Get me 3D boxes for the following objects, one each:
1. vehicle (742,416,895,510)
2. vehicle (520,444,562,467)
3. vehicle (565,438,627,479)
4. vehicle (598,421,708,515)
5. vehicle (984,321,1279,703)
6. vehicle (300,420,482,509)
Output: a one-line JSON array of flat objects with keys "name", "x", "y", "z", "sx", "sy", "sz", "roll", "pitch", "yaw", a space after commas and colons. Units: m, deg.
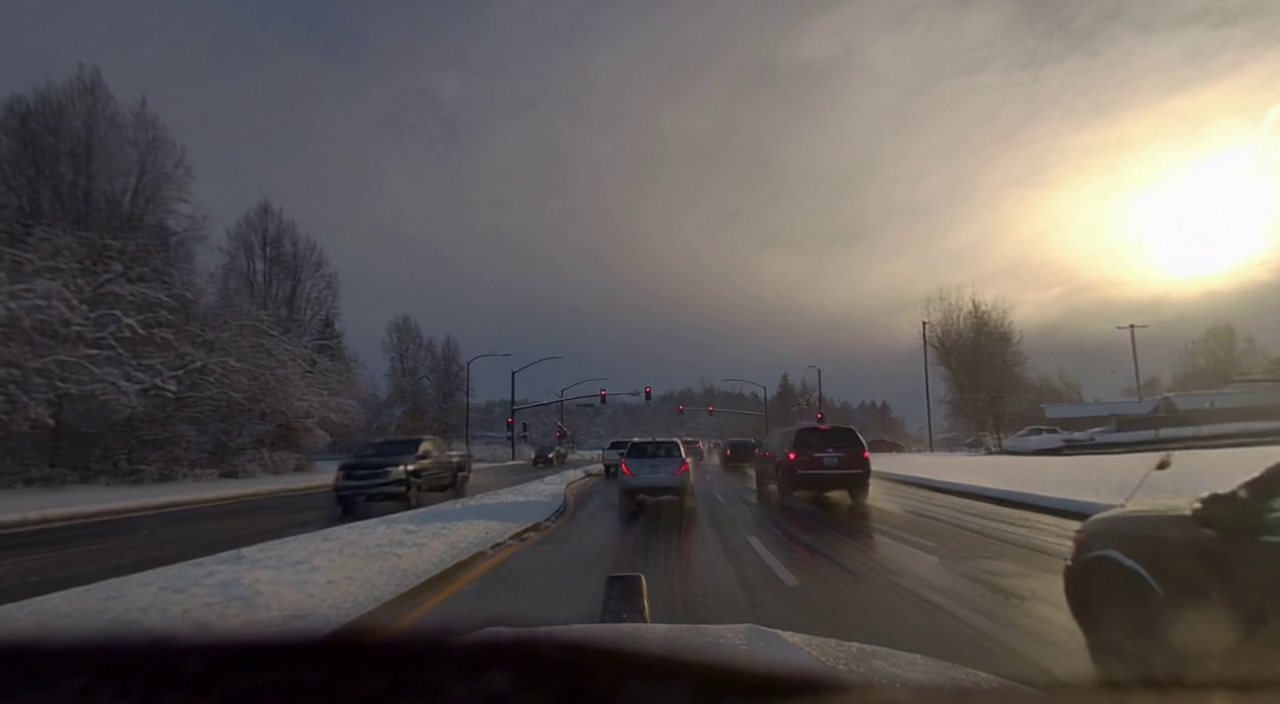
[{"name": "vehicle", "x": 4.045, "y": 2.651, "z": 15.595, "sx": 2.317, "sy": 1.857, "sz": 5.940, "roll": 0, "pitch": -9, "yaw": 3}, {"name": "vehicle", "x": -6.772, "y": 7.118, "z": 43.432, "sx": 1.868, "sy": 1.496, "sz": 4.219, "roll": -1, "pitch": -9, "yaw": 5}, {"name": "vehicle", "x": -1.713, "y": 4.314, "z": 25.858, "sx": 2.023, "sy": 1.494, "sz": 4.259, "roll": -2, "pitch": -8, "yaw": 3}, {"name": "vehicle", "x": 0.368, "y": 2.520, "z": 14.118, "sx": 2.113, "sy": 1.768, "sz": 3.901, "roll": 0, "pitch": -9, "yaw": 4}, {"name": "vehicle", "x": 3.496, "y": 0.737, "z": 2.130, "sx": 2.114, "sy": 1.765, "sz": 4.647, "roll": 0, "pitch": -9, "yaw": 1}, {"name": "vehicle", "x": -6.408, "y": 2.996, "z": 17.280, "sx": 2.355, "sy": 2.005, "sz": 5.673, "roll": 0, "pitch": -9, "yaw": 4}]
